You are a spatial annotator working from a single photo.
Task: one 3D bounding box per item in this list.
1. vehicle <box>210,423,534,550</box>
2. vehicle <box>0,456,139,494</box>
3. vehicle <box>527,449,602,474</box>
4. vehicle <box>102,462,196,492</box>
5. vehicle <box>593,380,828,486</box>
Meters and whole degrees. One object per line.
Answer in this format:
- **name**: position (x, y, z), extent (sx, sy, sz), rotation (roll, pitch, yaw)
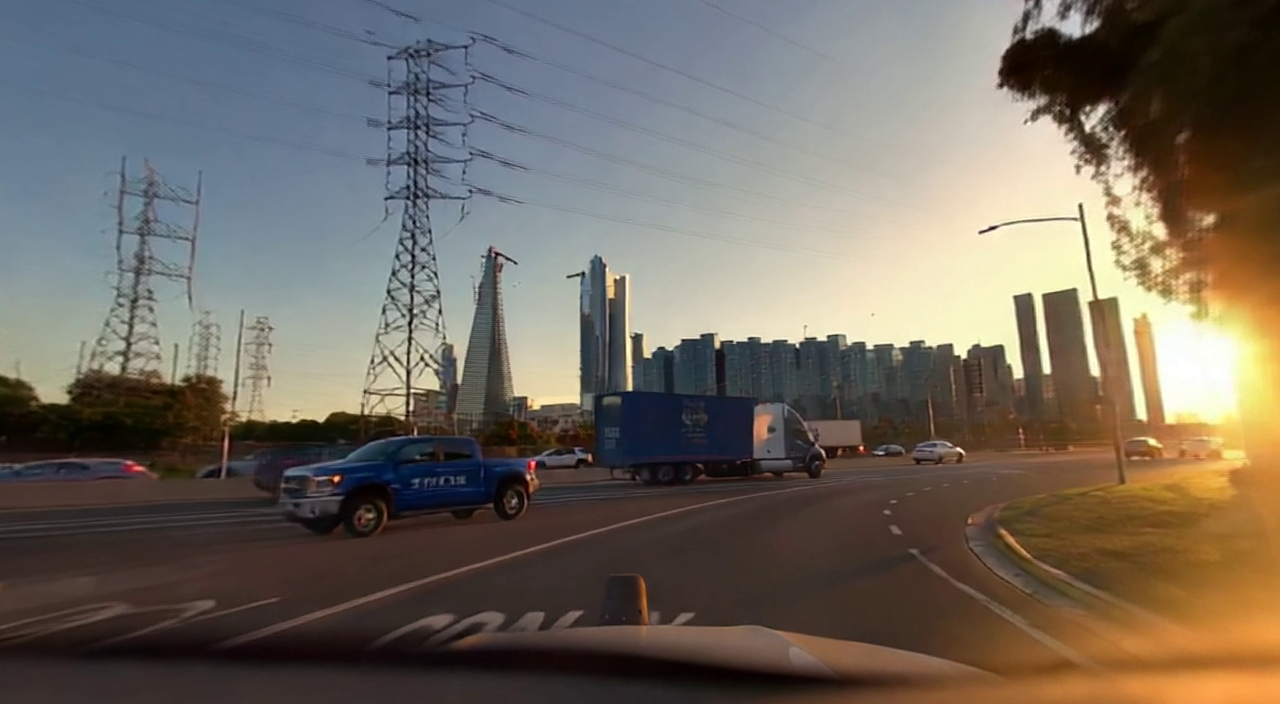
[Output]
- **vehicle**: position (-4.756, 2.379, 11.929), extent (2.101, 1.848, 5.132), rotation (-9, -12, 44)
- **vehicle**: position (-23.616, 5.032, 26.121), extent (4.325, 1.388, 1.748), rotation (7, -11, -37)
- **vehicle**: position (-4.772, 6.917, 40.015), extent (4.419, 1.451, 1.792), rotation (6, -11, -38)
- **vehicle**: position (-27.448, 6.962, 35.358), extent (4.004, 1.375, 1.673), rotation (6, -9, -38)
- **vehicle**: position (3.538, 3.709, 28.304), extent (11.567, 3.933, 2.903), rotation (6, -11, -37)
